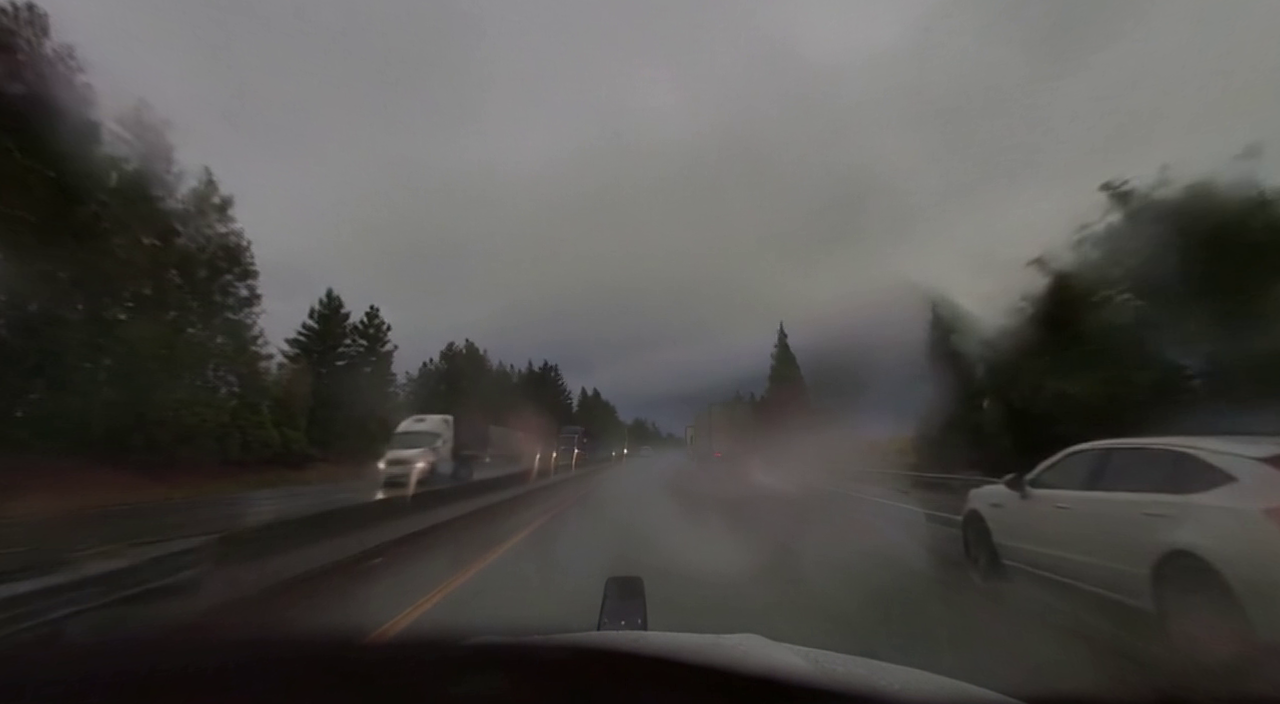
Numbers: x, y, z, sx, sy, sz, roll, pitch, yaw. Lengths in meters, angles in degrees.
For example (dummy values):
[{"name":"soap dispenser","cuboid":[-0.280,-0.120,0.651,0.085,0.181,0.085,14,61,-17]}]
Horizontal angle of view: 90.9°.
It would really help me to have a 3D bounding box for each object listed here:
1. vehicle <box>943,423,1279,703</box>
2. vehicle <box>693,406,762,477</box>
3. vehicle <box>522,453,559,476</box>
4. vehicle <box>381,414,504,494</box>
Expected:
[{"name":"vehicle","cuboid":[3.954,1.243,4.135,1.893,1.442,4.039,0,-9,0]},{"name":"vehicle","cuboid":[4.921,5.445,37.971,2.866,3.558,11.674,0,-9,2]},{"name":"vehicle","cuboid":[-7.506,8.523,47.902,1.952,1.579,4.290,0,-9,2]},{"name":"vehicle","cuboid":[-9.714,5.205,32.446,2.952,3.538,9.079,-1,-9,3]}]
